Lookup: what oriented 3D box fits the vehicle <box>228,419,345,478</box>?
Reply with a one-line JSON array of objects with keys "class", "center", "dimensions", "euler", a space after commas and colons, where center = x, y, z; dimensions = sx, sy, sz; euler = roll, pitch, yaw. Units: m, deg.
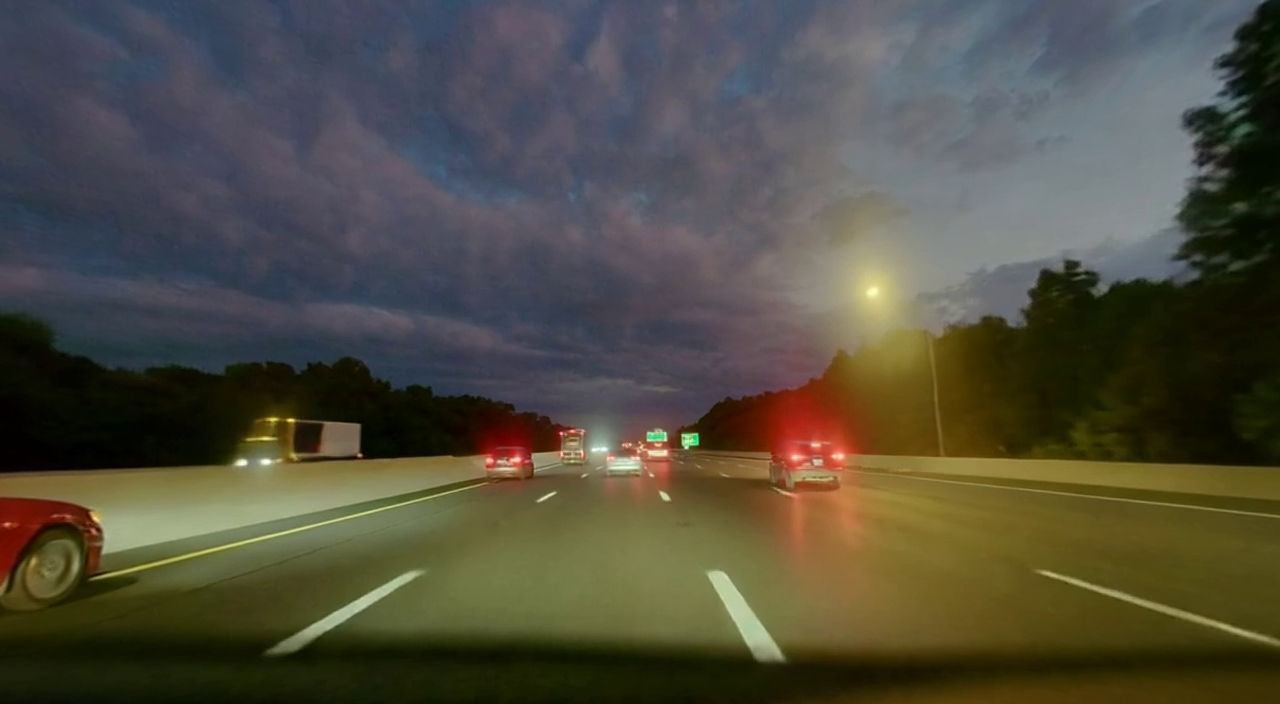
[{"class": "vehicle", "center": [-17.515, 4.840, 31.643], "dimensions": [2.546, 2.647, 5.845], "euler": [0, -9, -1]}]

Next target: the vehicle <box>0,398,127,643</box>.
[{"class": "vehicle", "center": [-5.284, 0.960, 3.106], "dimensions": [2.058, 1.626, 4.118], "euler": [0, -9, -2]}]

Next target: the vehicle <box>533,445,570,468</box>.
[{"class": "vehicle", "center": [-5.735, 6.831, 41.116], "dimensions": [1.814, 1.417, 3.860], "euler": [0, -9, 0]}]

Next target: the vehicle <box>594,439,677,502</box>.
[{"class": "vehicle", "center": [-0.143, 3.066, 16.568], "dimensions": [1.940, 1.451, 3.512], "euler": [0, -9, -1]}]

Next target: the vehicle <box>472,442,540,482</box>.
[{"class": "vehicle", "center": [-5.415, 4.485, 25.908], "dimensions": [1.892, 1.481, 4.180], "euler": [0, -9, 0]}]
